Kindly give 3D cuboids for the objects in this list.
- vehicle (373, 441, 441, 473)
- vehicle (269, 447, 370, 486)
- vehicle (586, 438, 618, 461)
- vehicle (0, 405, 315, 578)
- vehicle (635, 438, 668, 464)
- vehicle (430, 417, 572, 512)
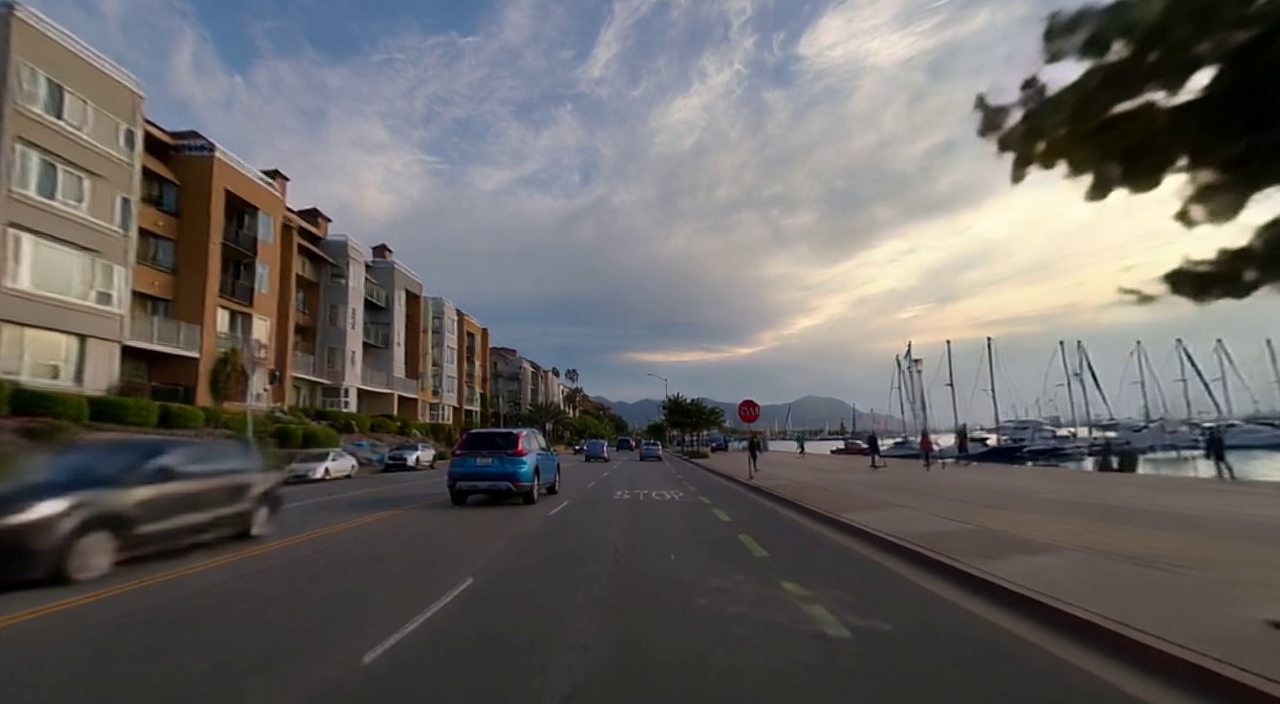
[{"bbox_3d":[-13.337,6.015,36.415,2.117,1.703,4.373,0,-8,2],"label":"vehicle"},{"bbox_3d":[-13.472,4.790,26.844,1.871,1.463,4.555,0,-8,1],"label":"vehicle"},{"bbox_3d":[-2.844,7.369,47.797,2.056,1.680,4.205,0,-8,2],"label":"vehicle"},{"bbox_3d":[-6.660,1.736,8.678,1.987,1.751,4.308,0,-8,1],"label":"vehicle"},{"bbox_3d":[0.767,6.543,41.753,2.057,1.624,3.726,0,-8,1],"label":"vehicle"},{"bbox_3d":[-2.923,2.497,14.531,2.082,1.817,4.724,0,-8,1],"label":"vehicle"}]
